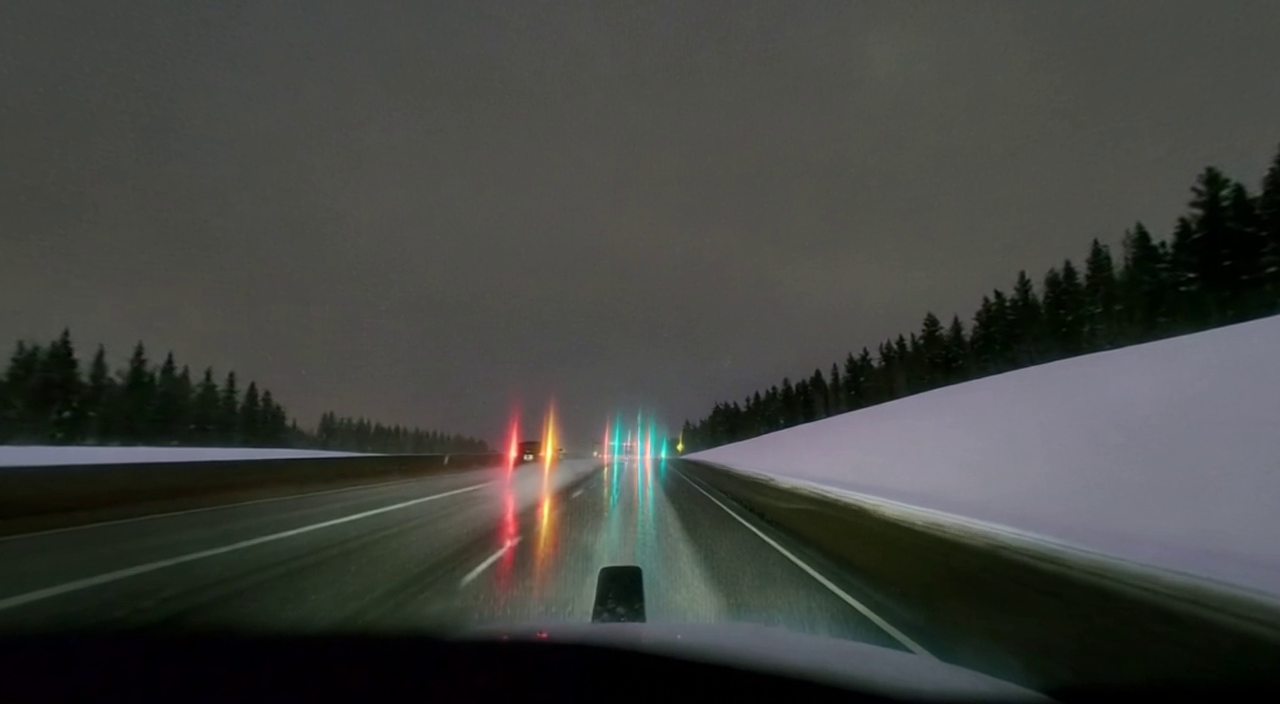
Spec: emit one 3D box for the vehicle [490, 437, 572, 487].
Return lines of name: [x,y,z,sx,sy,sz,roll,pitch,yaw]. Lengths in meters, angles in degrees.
vehicle: [-4.150,4.315,25.030,2.272,1.759,5.058,0,-9,1]
